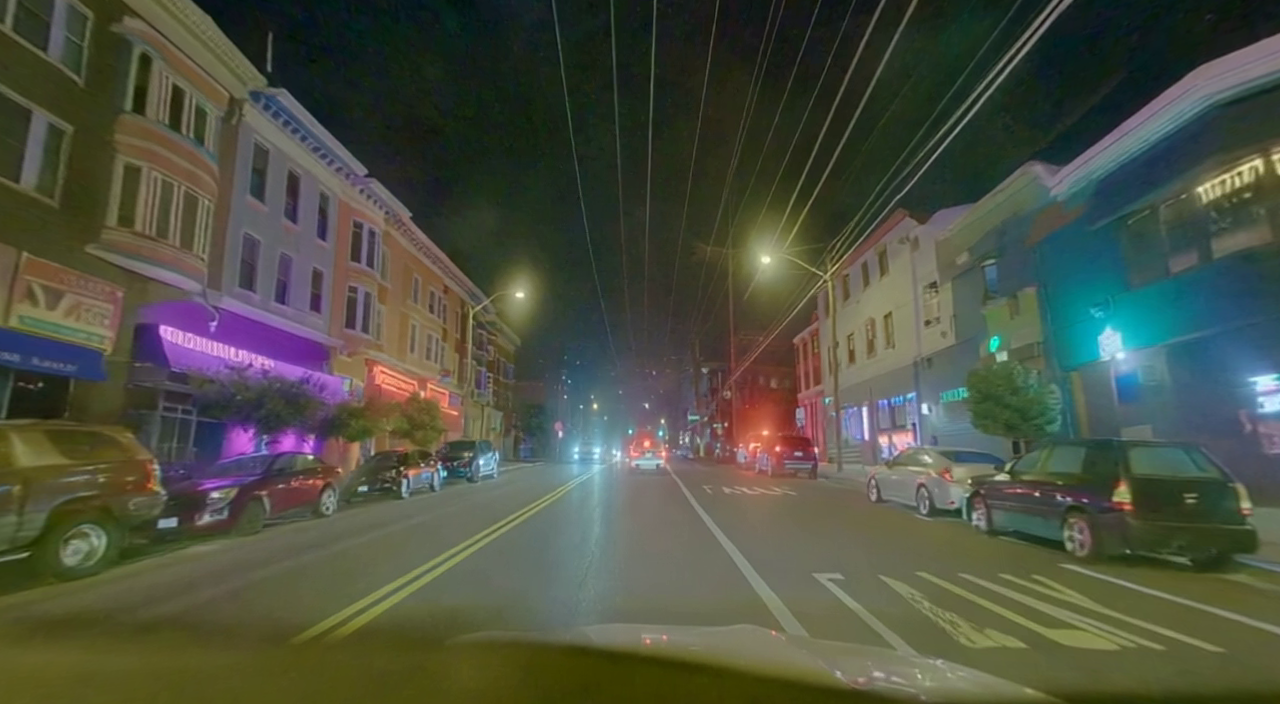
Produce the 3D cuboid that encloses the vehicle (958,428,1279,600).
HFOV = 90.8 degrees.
[{"bbox_3d":[6.473,1.903,8.444,2.018,1.630,4.594,0,-8,0],"label":"vehicle"}]

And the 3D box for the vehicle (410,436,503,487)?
[{"bbox_3d":[-7.203,4.307,25.463,2.095,1.847,5.290,0,-8,1],"label":"vehicle"}]

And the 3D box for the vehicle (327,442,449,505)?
[{"bbox_3d":[-7.244,3.485,18.667,1.928,1.552,4.234,0,-8,-1],"label":"vehicle"}]

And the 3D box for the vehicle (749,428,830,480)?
[{"bbox_3d":[6.485,4.536,28.313,2.203,2.052,5.975,0,-8,0],"label":"vehicle"}]

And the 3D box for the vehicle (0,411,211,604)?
[{"bbox_3d":[-7.467,1.577,6.411,2.157,1.901,5.877,-1,-8,0],"label":"vehicle"}]

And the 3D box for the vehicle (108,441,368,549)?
[{"bbox_3d":[-7.307,2.573,12.284,1.884,1.582,4.837,-1,-7,0],"label":"vehicle"}]

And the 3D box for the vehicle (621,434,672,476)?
[{"bbox_3d":[0.302,4.272,26.376,1.980,1.635,3.795,0,-8,2],"label":"vehicle"}]
